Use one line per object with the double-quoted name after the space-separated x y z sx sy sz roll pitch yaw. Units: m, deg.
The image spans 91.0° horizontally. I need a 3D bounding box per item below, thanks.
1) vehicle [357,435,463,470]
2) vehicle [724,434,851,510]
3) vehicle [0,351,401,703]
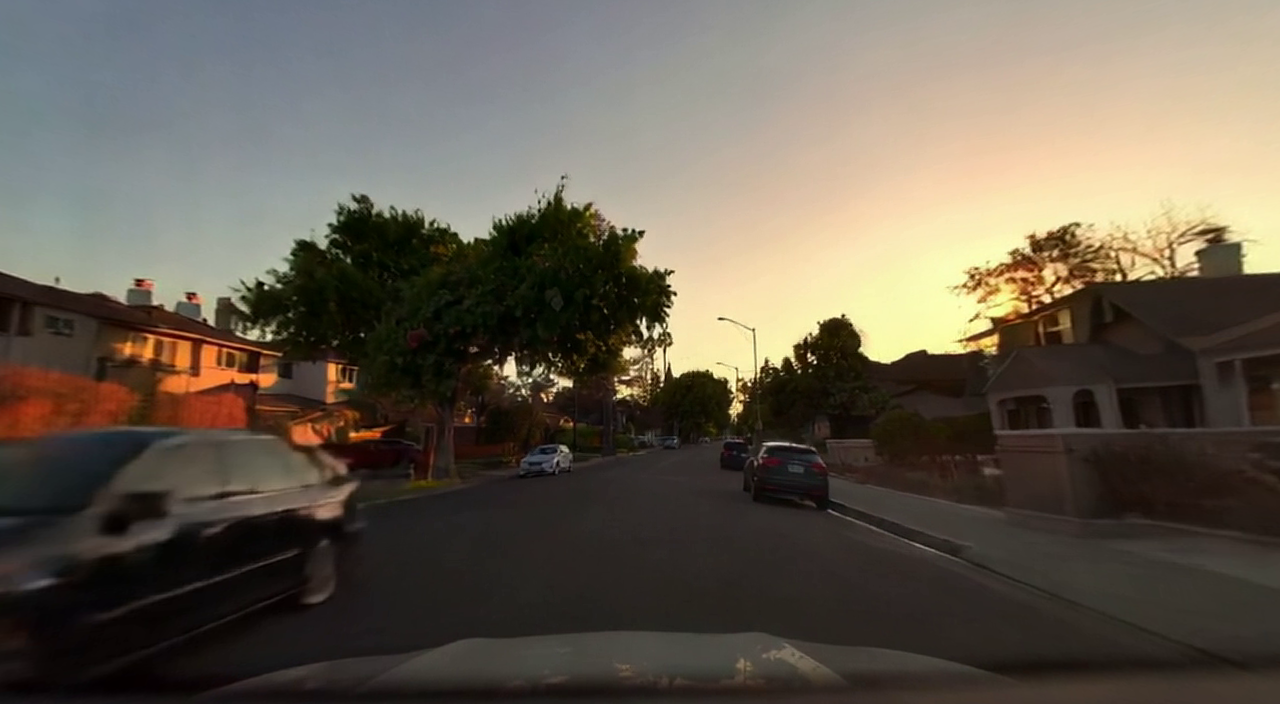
-12.248 5.364 33.622 5.015 1.746 1.968 -2 -9 13 "vehicle"
3.278 2.761 14.949 2.045 1.519 4.231 0 -8 1 "vehicle"
-3.722 1.119 4.061 2.305 1.781 4.834 -1 -8 2 "vehicle"
